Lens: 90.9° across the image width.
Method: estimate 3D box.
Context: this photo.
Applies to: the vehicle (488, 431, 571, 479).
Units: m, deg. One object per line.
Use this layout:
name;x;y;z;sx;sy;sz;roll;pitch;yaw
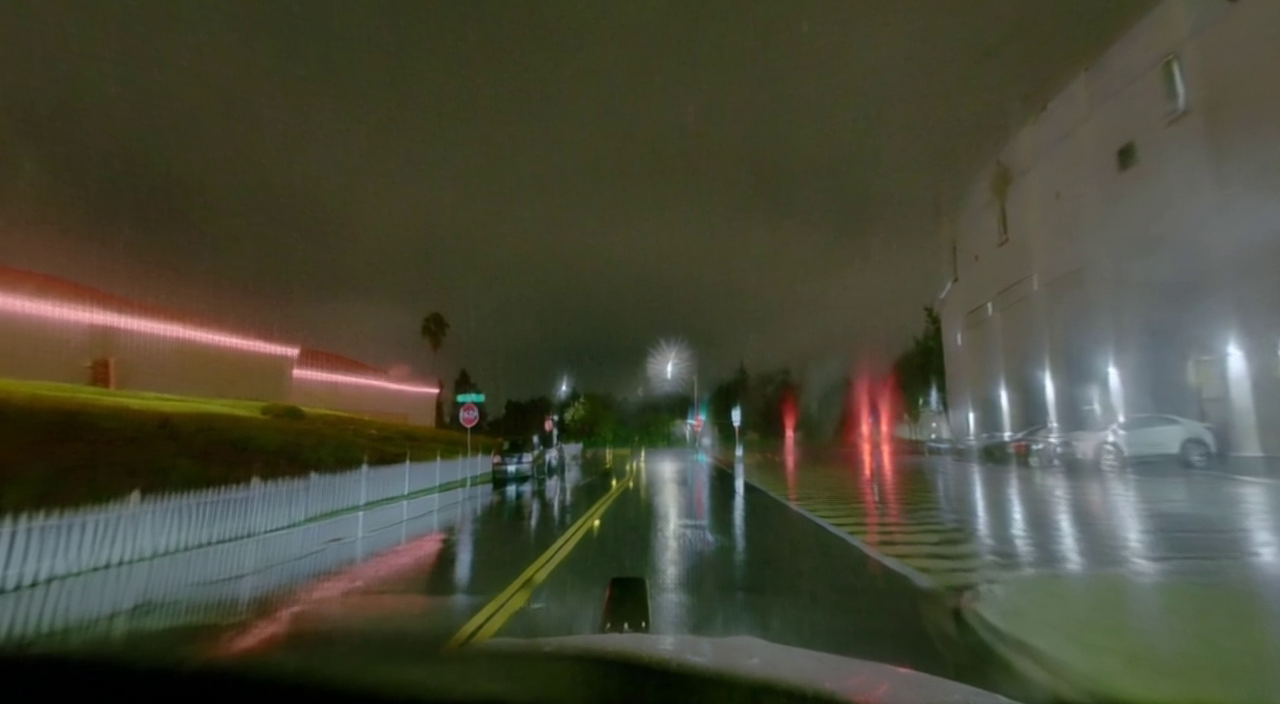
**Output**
vehicle;-4.832;4.608;28.730;2.308;1.899;6.107;-1;-8;4
